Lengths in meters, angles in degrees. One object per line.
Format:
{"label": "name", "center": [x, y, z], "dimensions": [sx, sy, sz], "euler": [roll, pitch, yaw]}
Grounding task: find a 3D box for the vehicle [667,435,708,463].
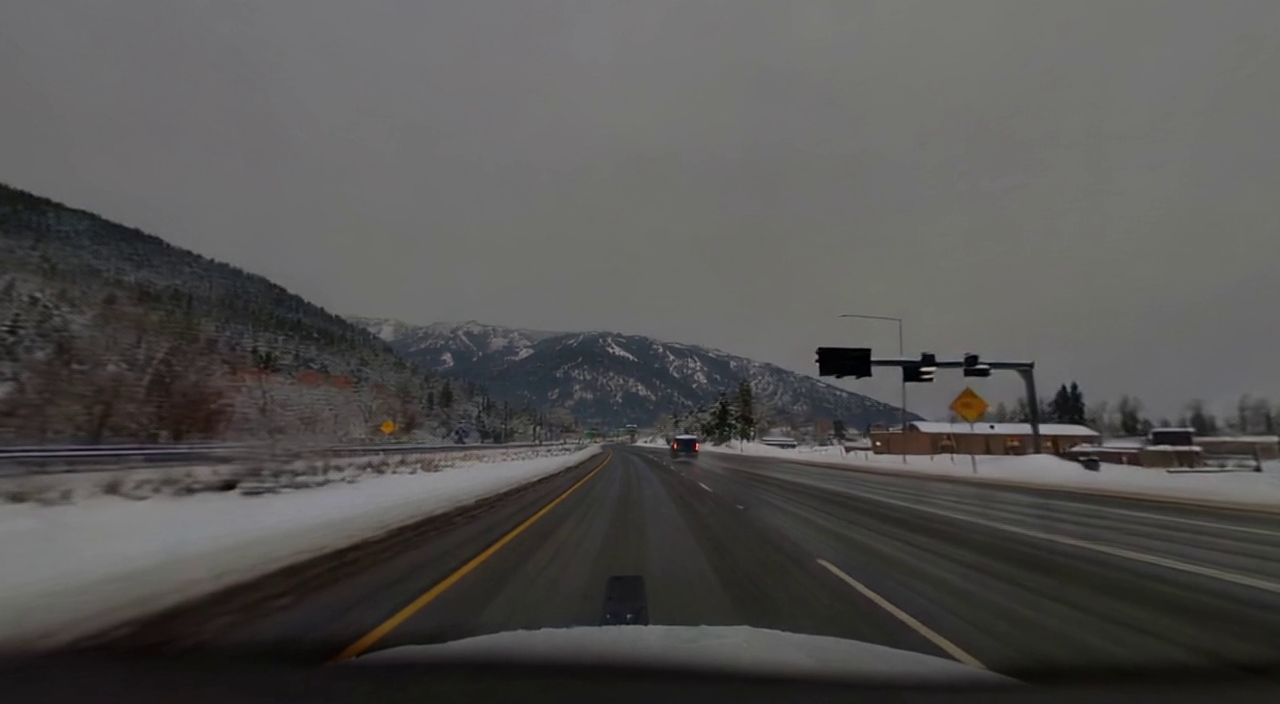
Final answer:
{"label": "vehicle", "center": [3.202, 6.697, 43.650], "dimensions": [2.210, 1.815, 4.571], "euler": [0, -8, -3]}
